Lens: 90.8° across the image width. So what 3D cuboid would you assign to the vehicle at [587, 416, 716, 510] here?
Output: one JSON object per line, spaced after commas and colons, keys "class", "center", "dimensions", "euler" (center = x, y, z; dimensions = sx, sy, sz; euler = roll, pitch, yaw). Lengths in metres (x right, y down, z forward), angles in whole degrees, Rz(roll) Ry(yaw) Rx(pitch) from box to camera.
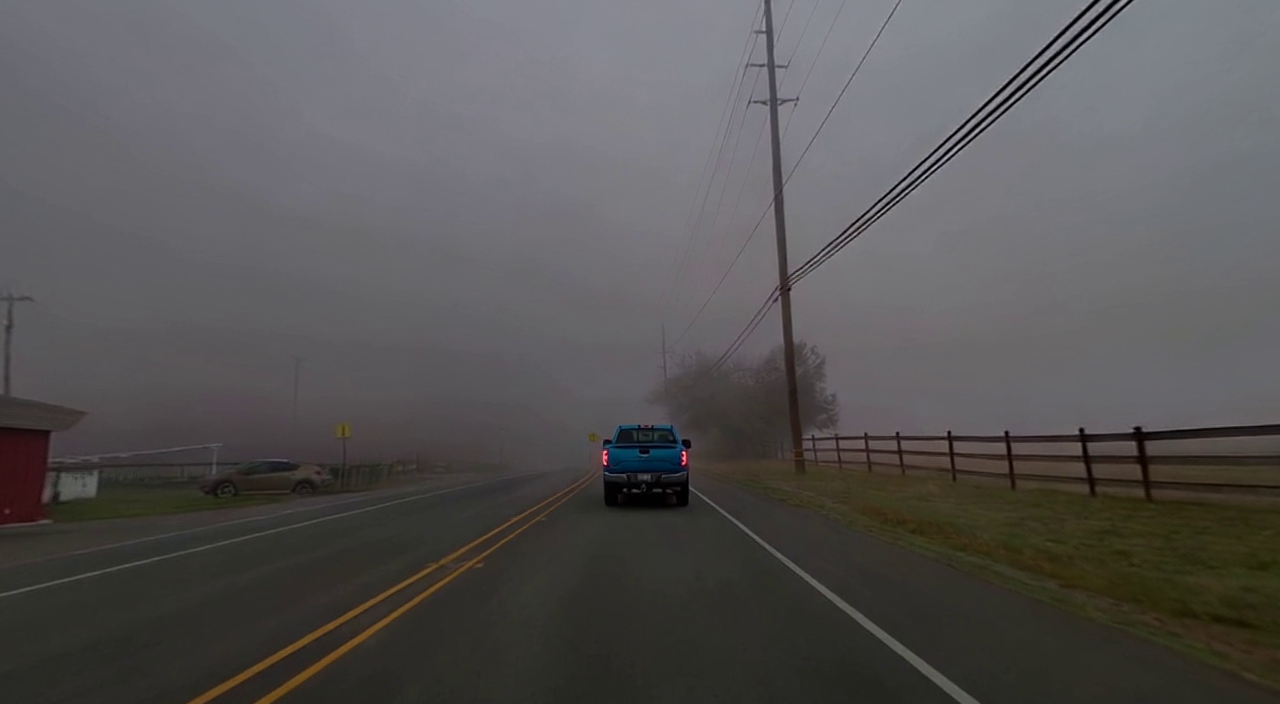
{"class": "vehicle", "center": [0.159, 2.790, 16.433], "dimensions": [2.693, 1.941, 6.356], "euler": [0, -8, -1]}
